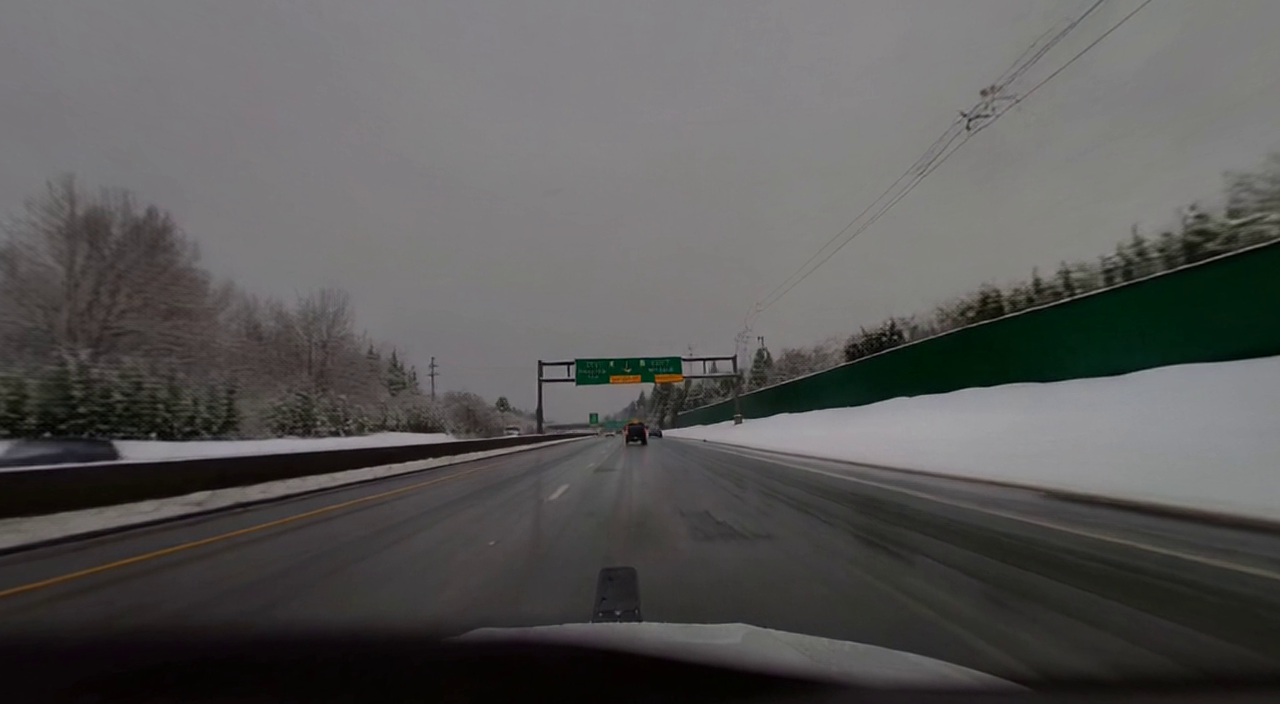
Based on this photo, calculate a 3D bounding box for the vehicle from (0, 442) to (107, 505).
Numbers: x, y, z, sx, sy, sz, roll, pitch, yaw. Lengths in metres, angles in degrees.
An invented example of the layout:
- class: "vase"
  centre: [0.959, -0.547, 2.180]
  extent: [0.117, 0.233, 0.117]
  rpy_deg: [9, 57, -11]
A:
- class: "vehicle"
  centre: [-16.547, 3.073, 16.113]
  extent: [1.860, 1.505, 4.566]
  rpy_deg: [0, -8, -1]
